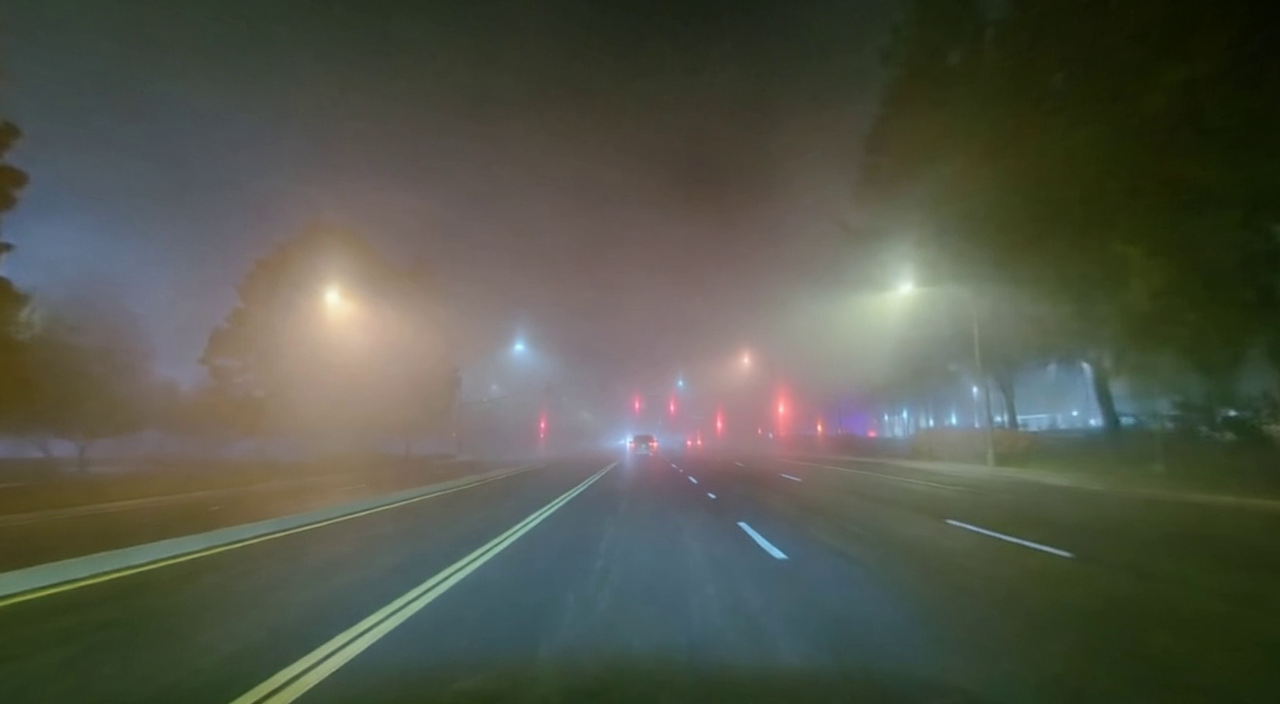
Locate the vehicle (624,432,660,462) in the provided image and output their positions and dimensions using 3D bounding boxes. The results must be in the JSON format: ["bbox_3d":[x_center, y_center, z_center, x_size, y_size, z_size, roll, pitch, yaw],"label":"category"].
[{"bbox_3d":[0.133,6.481,43.091,2.267,1.926,4.708,0,-9,0],"label":"vehicle"}]
